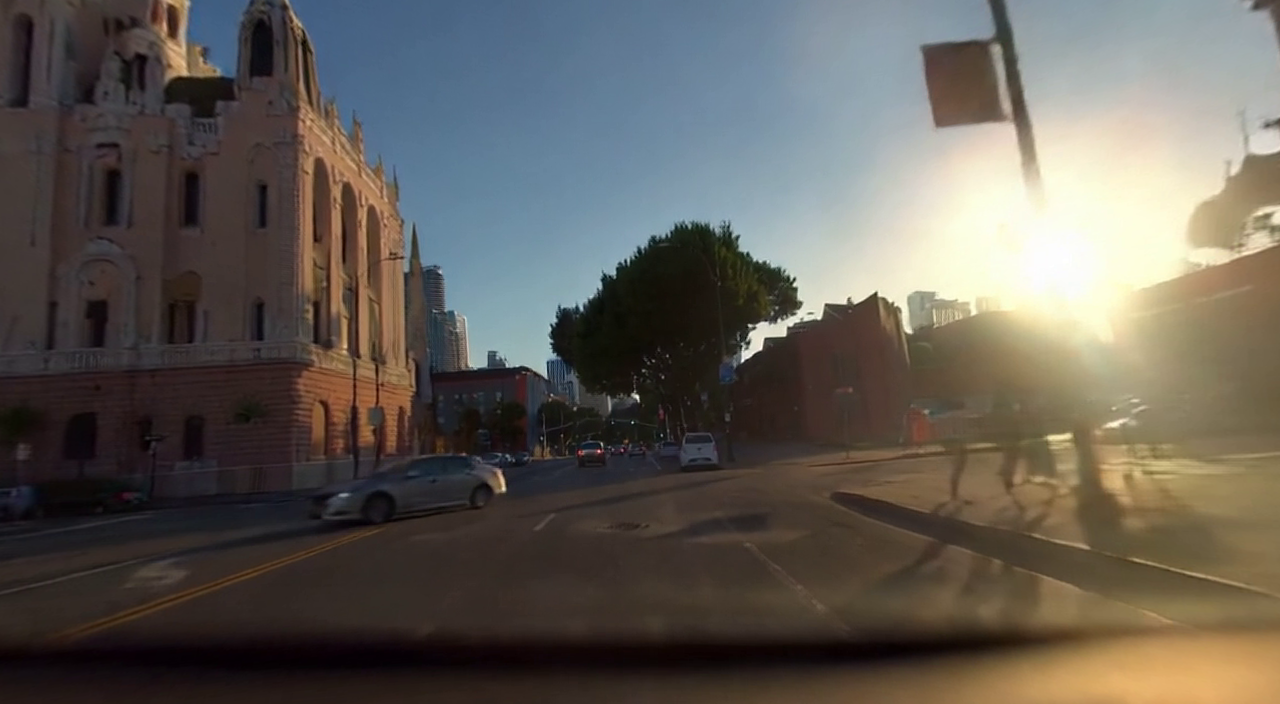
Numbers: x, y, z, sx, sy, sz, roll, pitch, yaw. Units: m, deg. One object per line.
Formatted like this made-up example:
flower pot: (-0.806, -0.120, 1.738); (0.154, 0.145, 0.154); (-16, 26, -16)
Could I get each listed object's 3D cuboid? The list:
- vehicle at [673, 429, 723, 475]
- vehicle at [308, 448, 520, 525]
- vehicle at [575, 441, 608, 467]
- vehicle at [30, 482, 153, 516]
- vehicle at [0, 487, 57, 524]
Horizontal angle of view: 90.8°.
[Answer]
vehicle: (2.732, 4.890, 30.955); (2.074, 2.041, 5.045); (0, -8, 1)
vehicle: (-5.069, 3.024, 14.951); (1.881, 1.476, 4.620); (-5, -10, 27)
vehicle: (-3.744, 7.957, 49.589); (2.293, 1.936, 4.737); (0, -8, -1)
vehicle: (-28.943, 7.754, 33.450); (4.439, 1.661, 2.071); (0, -11, -1)
vehicle: (-33.455, 8.092, 33.404); (3.529, 1.661, 1.695); (-1, -5, 0)
